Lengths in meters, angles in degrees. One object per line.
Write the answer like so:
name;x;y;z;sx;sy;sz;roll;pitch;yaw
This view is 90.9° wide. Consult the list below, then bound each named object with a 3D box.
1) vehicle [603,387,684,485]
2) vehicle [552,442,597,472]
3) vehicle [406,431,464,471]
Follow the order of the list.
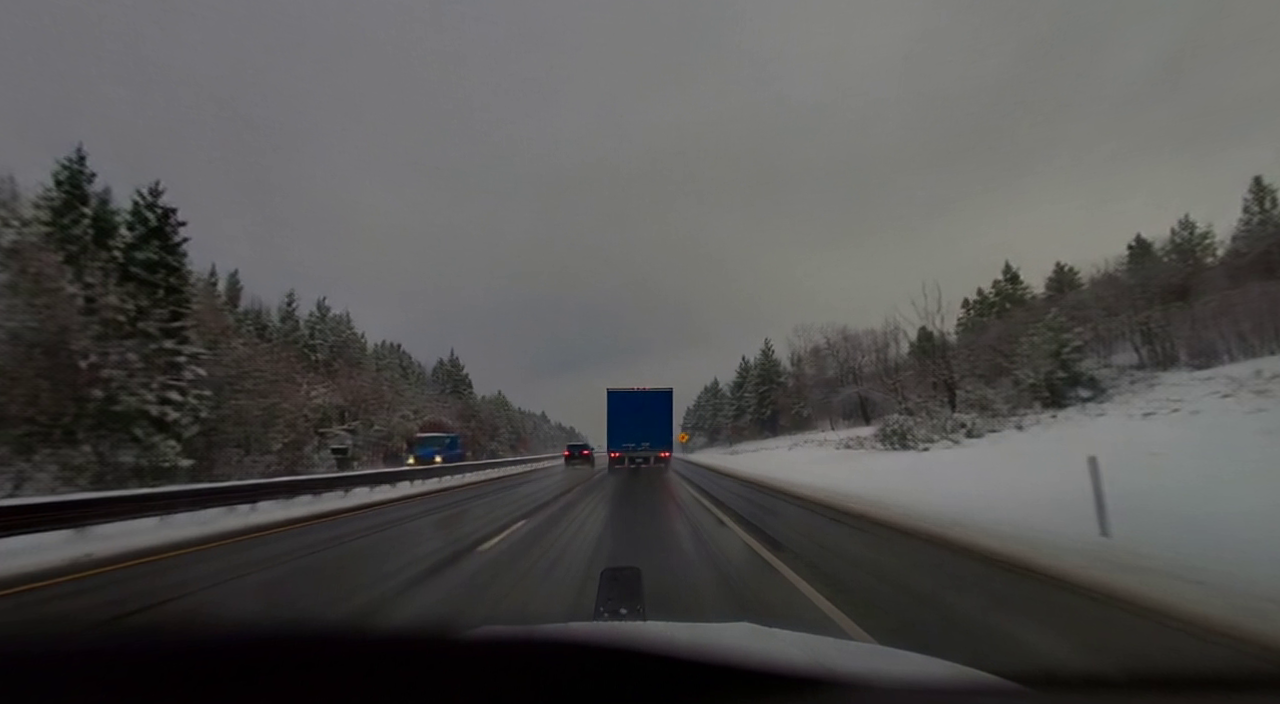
vehicle;0.030;3.676;27.134;2.913;3.530;8.648;0;-9;-1
vehicle;-3.789;6.201;37.414;2.160;1.661;4.388;0;-9;1
vehicle;-14.988;7.287;46.535;2.288;2.708;5.765;0;-9;0
